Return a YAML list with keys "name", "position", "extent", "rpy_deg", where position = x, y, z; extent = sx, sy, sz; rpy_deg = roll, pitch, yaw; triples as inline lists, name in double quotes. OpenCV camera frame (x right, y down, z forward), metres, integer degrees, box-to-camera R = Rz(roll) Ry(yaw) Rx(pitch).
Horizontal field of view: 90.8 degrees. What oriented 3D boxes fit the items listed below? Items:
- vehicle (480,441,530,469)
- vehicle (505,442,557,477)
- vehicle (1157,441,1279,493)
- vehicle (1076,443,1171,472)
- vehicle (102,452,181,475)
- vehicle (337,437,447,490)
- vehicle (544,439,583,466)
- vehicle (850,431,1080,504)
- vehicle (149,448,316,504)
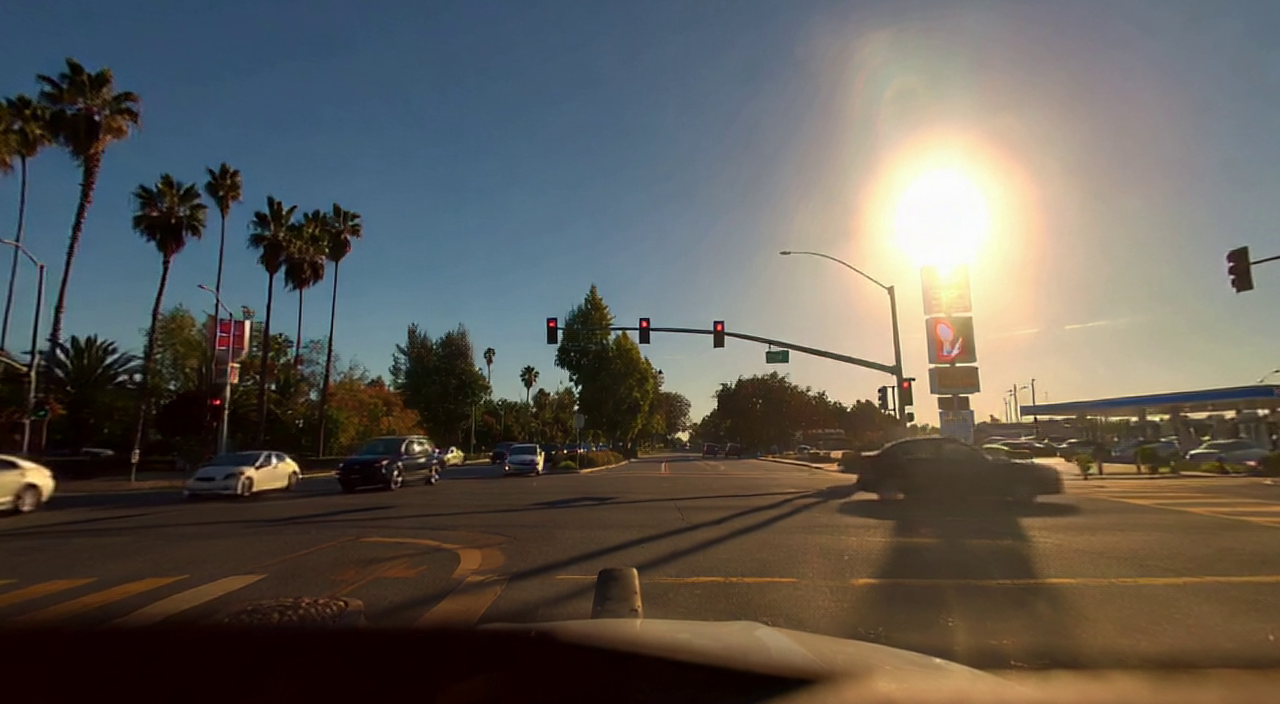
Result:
- name: "vehicle"
  position: [-8.564, 6.567, 40.440]
  extent: [2.124, 1.701, 4.551]
  rpy_deg: [0, -9, 1]
- name: "vehicle"
  position: [-5.025, 5.014, 29.753]
  extent: [1.983, 1.464, 4.579]
  rpy_deg: [1, -9, -4]
- name: "vehicle"
  position: [18.724, 3.401, 18.830]
  extent: [5.015, 1.446, 1.862]
  rpy_deg: [0, -9, -3]
- name: "vehicle"
  position: [24.246, 5.300, 31.746]
  extent: [3.474, 1.376, 1.538]
  rpy_deg: [0, -9, -2]
- name: "vehicle"
  position: [-35.257, 7.868, 44.832]
  extent: [1.886, 1.523, 4.581]
  rpy_deg: [0, -9, -1]
- name: "vehicle"
  position: [-8.557, 3.878, 22.273]
  extent: [2.156, 1.662, 4.186]
  rpy_deg: [0, -9, -1]
- name: "vehicle"
  position: [-5.215, 6.903, 43.566]
  extent: [1.929, 1.719, 4.892]
  rpy_deg: [0, -9, 1]
- name: "vehicle"
  position: [8.109, 2.929, 16.382]
  extent: [4.938, 1.651, 2.138]
  rpy_deg: [-3, -9, 19]
- name: "vehicle"
  position: [-11.844, 3.602, 18.830]
  extent: [1.966, 1.455, 4.493]
  rpy_deg: [0, -9, 0]
